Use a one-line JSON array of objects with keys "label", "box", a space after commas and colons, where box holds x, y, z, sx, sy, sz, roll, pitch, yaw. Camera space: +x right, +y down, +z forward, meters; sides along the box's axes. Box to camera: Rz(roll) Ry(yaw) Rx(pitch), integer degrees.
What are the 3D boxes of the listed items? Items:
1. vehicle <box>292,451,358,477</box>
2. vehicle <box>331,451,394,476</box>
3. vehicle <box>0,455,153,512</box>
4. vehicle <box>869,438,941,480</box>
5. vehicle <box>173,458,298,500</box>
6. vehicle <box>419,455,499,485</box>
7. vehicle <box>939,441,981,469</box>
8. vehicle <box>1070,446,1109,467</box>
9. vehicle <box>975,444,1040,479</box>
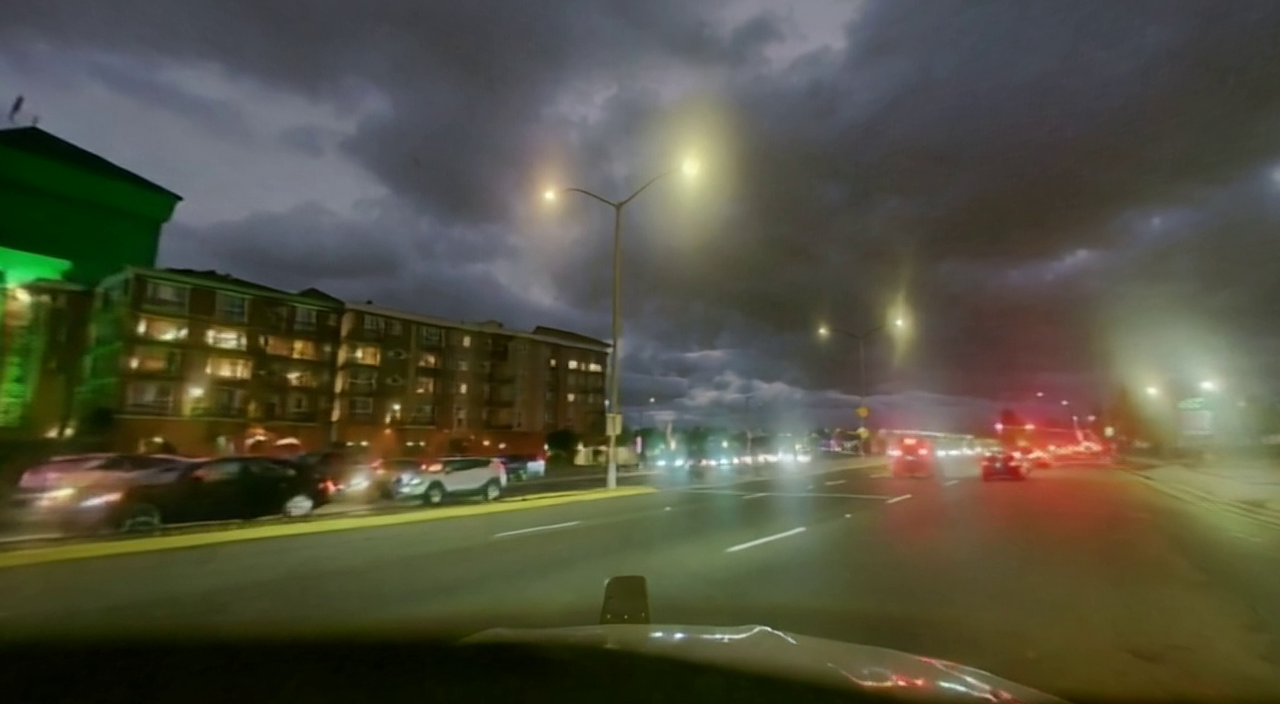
[{"label": "vehicle", "box": [-19.953, 7.068, 39.874, 4.108, 1.494, 2.133, -7, -10, 38]}, {"label": "vehicle", "box": [-18.492, 7.404, 41.929, 3.990, 1.502, 2.113, -7, -11, 38]}, {"label": "vehicle", "box": [-21.283, 4.704, 22.920, 2.011, 1.803, 5.127, -6, -10, 35]}, {"label": "vehicle", "box": [11.822, 4.680, 27.946, 2.031, 1.692, 4.284, -6, -10, 34]}, {"label": "vehicle", "box": [-17.908, 5.603, 28.101, 1.884, 1.575, 4.215, -5, -10, 32]}, {"label": "vehicle", "box": [-11.037, 7.227, 38.761, 1.875, 1.600, 4.604, -6, -10, 33]}, {"label": "vehicle", "box": [21.096, 6.747, 41.479, 1.857, 1.697, 4.011, -6, -10, 34]}, {"label": "vehicle", "box": [34.150, 7.917, 47.944, 1.981, 1.449, 4.533, -5, -10, 31]}, {"label": "vehicle", "box": [16.798, 4.910, 28.707, 2.041, 1.444, 4.710, -6, -10, 35]}]
